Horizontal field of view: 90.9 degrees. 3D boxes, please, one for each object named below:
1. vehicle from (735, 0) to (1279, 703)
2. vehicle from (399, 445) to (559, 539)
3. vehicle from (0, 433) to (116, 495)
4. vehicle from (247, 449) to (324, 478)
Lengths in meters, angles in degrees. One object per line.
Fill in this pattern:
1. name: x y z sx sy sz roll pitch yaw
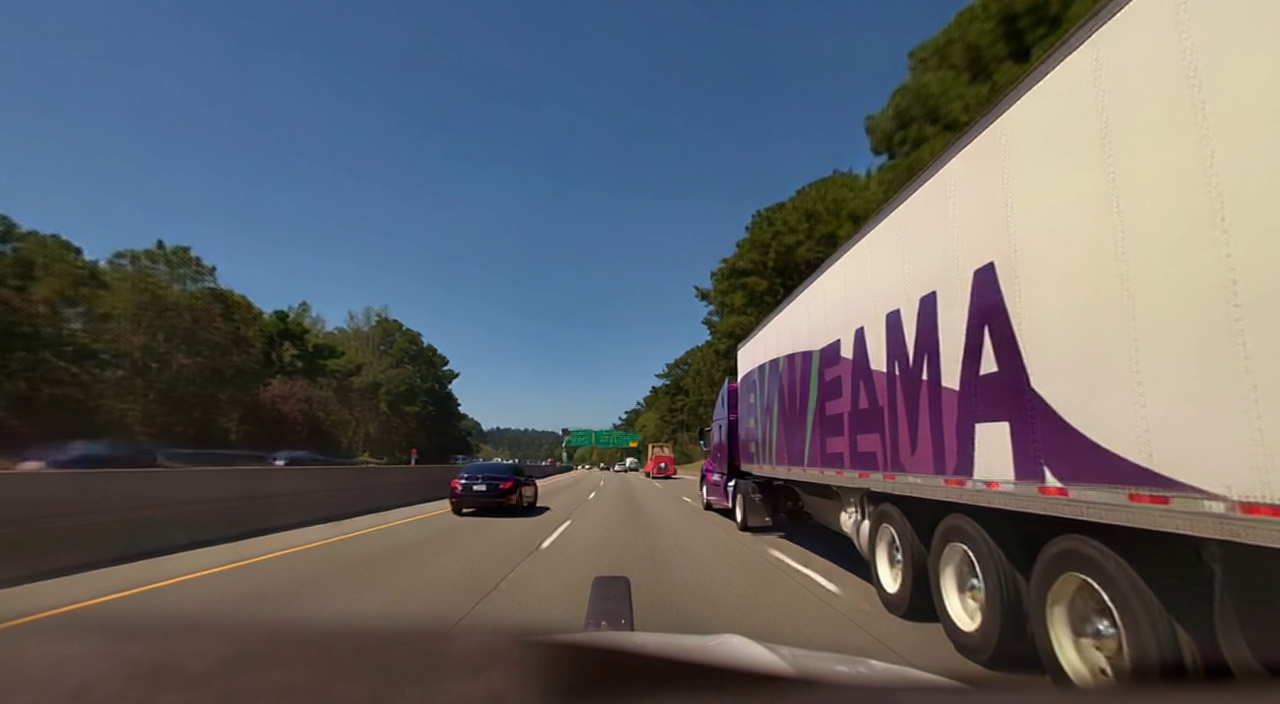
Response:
1. vehicle: 3.726 0.727 7.663 2.856 4.040 14.009 1 -10 -1
2. vehicle: -3.115 2.891 13.460 2.010 1.580 4.949 1 -10 1
3. vehicle: -16.108 2.888 16.299 1.760 1.457 3.788 1 -10 -1
4. vehicle: -20.266 6.447 36.295 1.872 1.487 4.511 1 -10 -2
